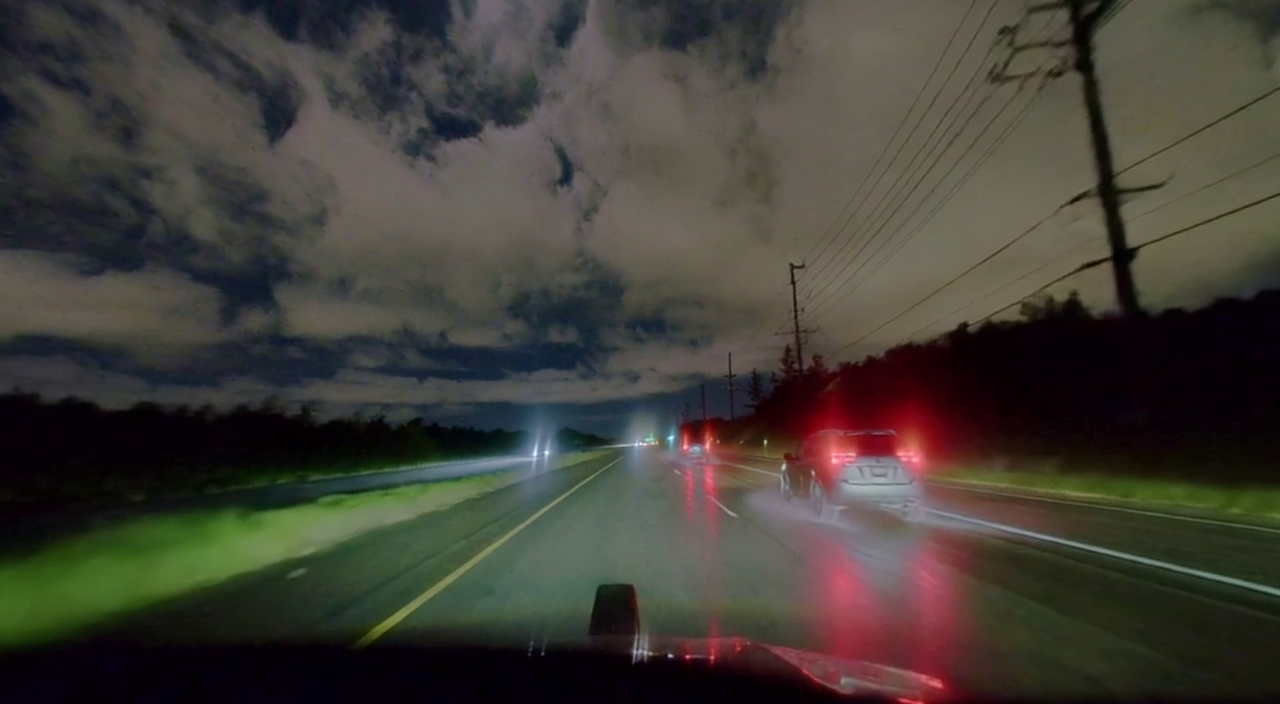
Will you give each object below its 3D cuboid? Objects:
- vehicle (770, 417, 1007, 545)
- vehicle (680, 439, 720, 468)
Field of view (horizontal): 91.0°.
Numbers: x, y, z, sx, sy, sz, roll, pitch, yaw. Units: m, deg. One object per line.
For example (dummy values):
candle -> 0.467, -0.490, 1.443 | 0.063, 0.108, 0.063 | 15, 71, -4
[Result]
vehicle -> 3.589, 1.938, 10.174 | 1.977, 1.581, 4.428 | -1, -8, -1
vehicle -> 3.329, 5.683, 35.530 | 1.868, 1.507, 3.833 | -1, -8, -1
